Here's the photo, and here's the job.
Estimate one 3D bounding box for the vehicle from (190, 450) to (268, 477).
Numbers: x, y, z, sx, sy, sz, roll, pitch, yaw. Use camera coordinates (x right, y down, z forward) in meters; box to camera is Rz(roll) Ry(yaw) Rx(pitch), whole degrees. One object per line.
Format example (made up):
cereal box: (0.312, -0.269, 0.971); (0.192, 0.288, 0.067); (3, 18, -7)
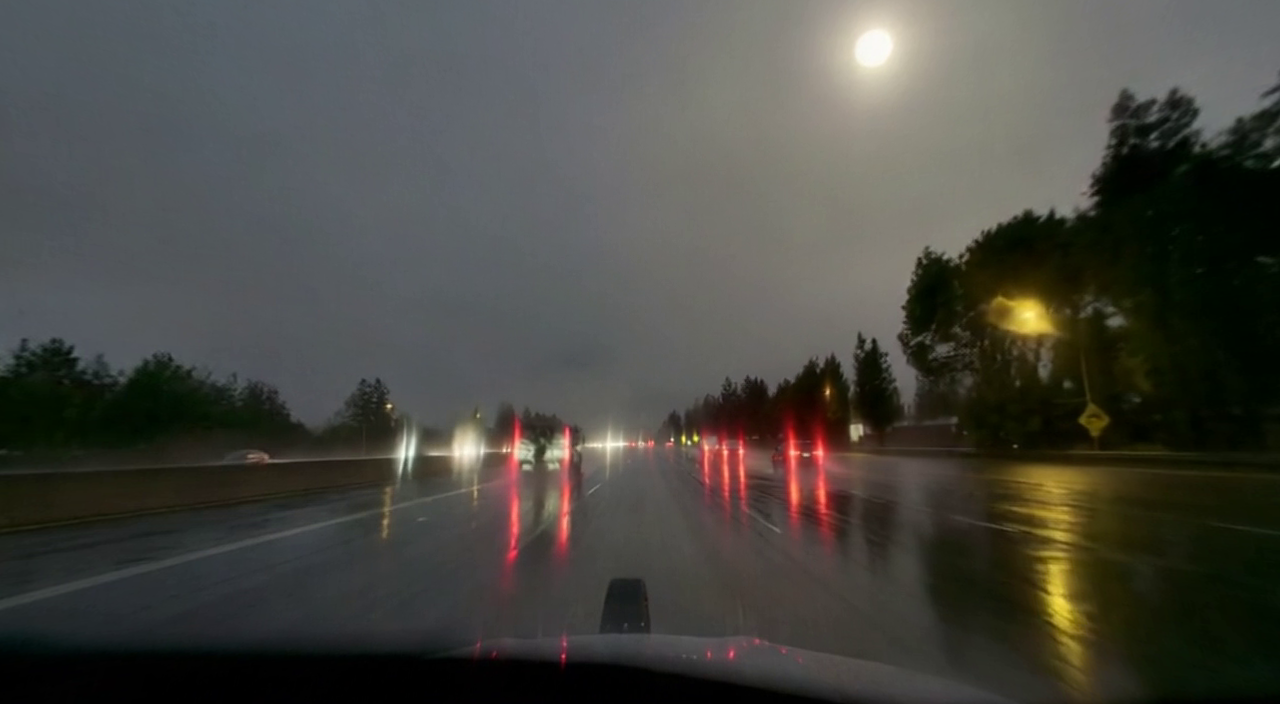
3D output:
vehicle: (-28.634, 7.758, 44.151); (2.000, 1.741, 5.092); (0, -8, 1)

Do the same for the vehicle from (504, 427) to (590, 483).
vehicle: (-3.513, 4.034, 24.992); (2.453, 1.952, 5.320); (0, -8, 2)

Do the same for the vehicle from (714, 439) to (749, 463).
vehicle: (6.813, 7.438, 47.477); (2.063, 1.706, 4.259); (0, -8, 1)
